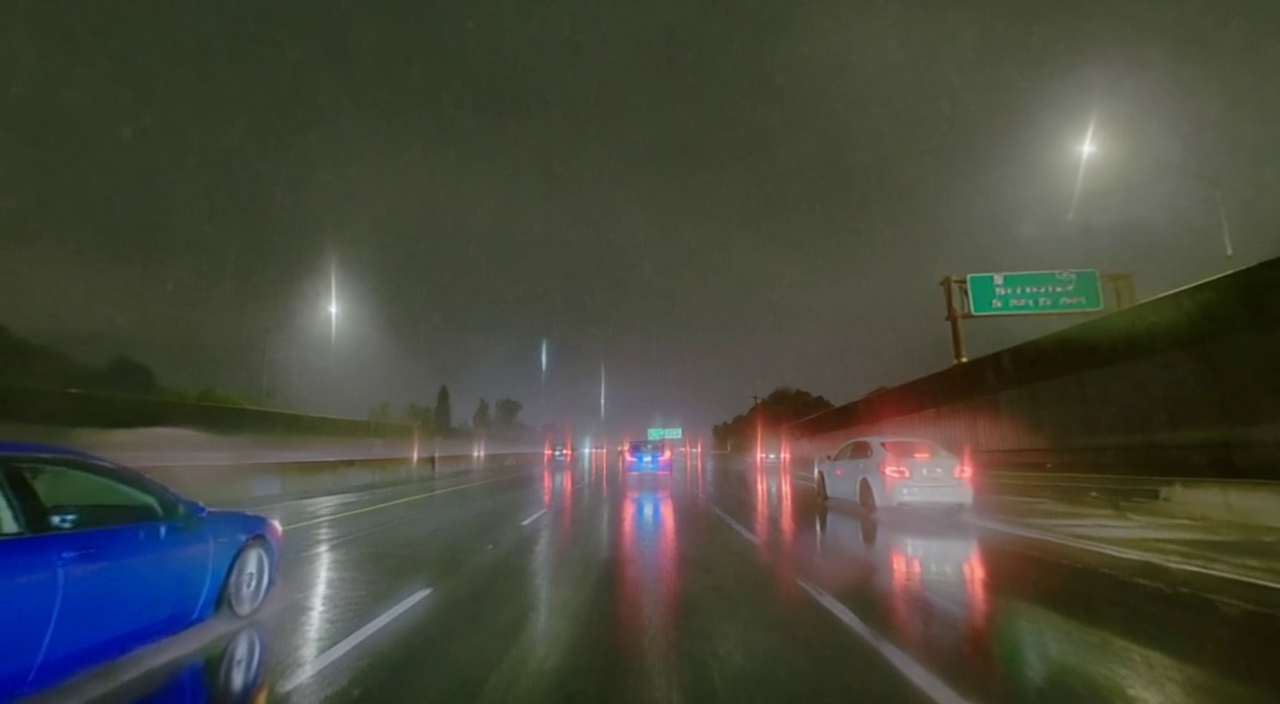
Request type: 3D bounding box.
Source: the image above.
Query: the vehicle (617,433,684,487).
[{"bbox_3d":[0.336,3.834,22.603,2.202,1.748,4.158,0,-9,0],"label":"vehicle"}]

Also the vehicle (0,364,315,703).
[{"bbox_3d":[-3.928,0.935,3.173,2.160,1.639,4.431,0,-9,1],"label":"vehicle"}]

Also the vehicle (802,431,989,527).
[{"bbox_3d":[5.039,2.548,13.239,2.055,1.656,4.370,0,-9,-1],"label":"vehicle"}]

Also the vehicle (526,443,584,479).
[{"bbox_3d":[-3.857,5.027,29.313,2.031,1.491,4.145,0,-9,1],"label":"vehicle"}]

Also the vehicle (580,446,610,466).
[{"bbox_3d":[-3.452,8.100,49.269,1.969,1.480,4.077,0,-9,1],"label":"vehicle"}]
